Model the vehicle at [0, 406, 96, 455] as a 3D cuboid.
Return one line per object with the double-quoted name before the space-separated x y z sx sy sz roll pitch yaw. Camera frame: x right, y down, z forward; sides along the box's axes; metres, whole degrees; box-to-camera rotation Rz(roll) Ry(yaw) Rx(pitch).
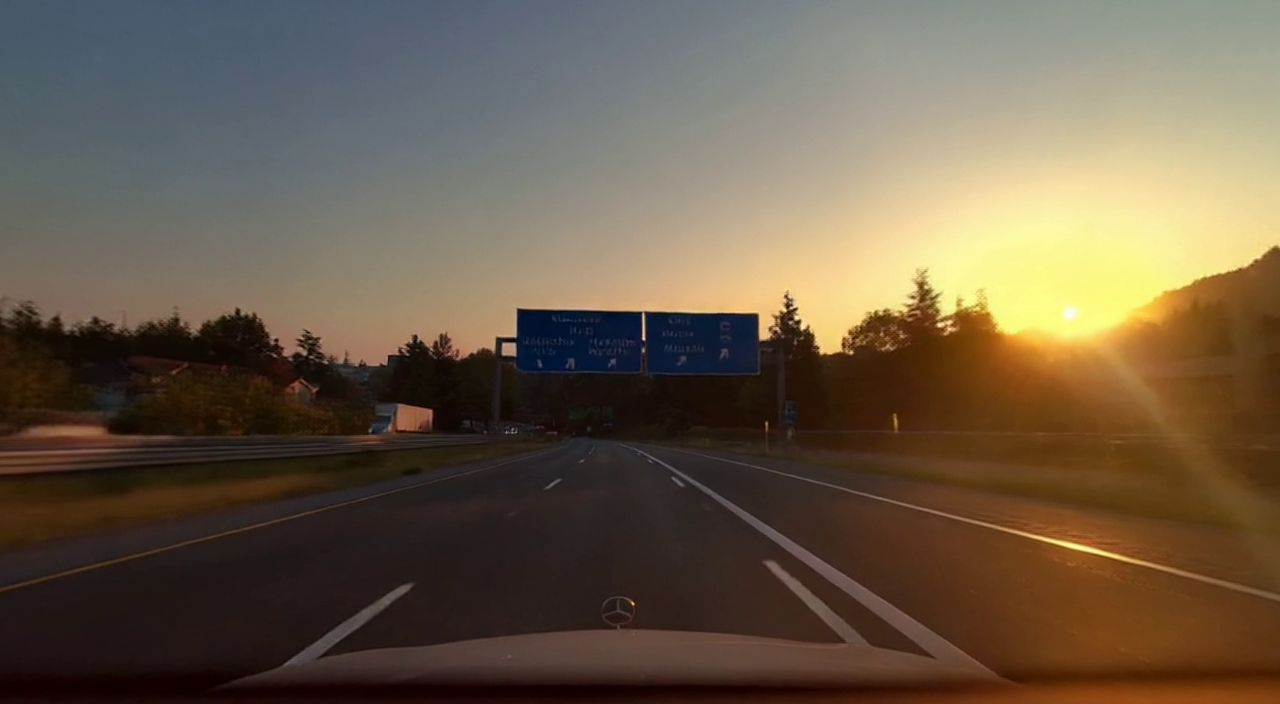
"vehicle" -20.691 2.570 20.570 1.916 1.493 4.550 0 -8 -3
